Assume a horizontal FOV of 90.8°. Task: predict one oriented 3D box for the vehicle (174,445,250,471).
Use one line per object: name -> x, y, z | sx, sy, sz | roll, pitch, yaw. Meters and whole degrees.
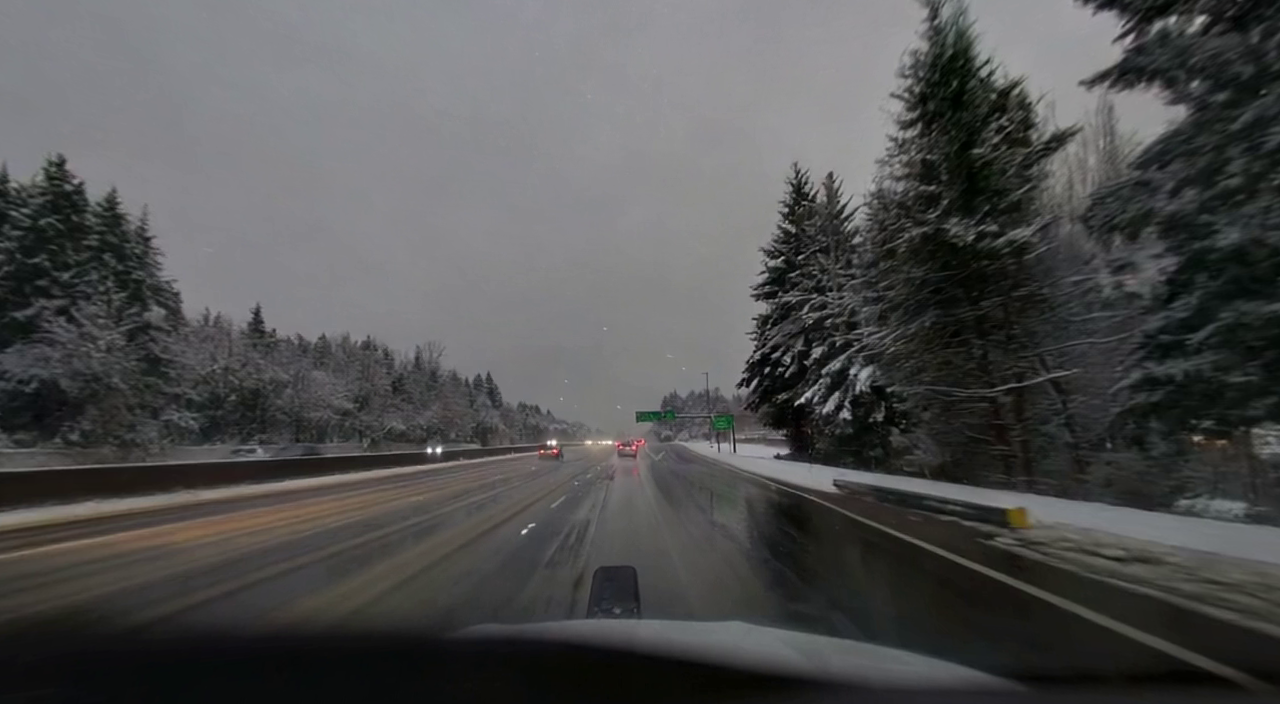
vehicle -> -29.407, 7.301, 43.594 | 2.115, 1.686, 4.501 | 0, -9, 0
